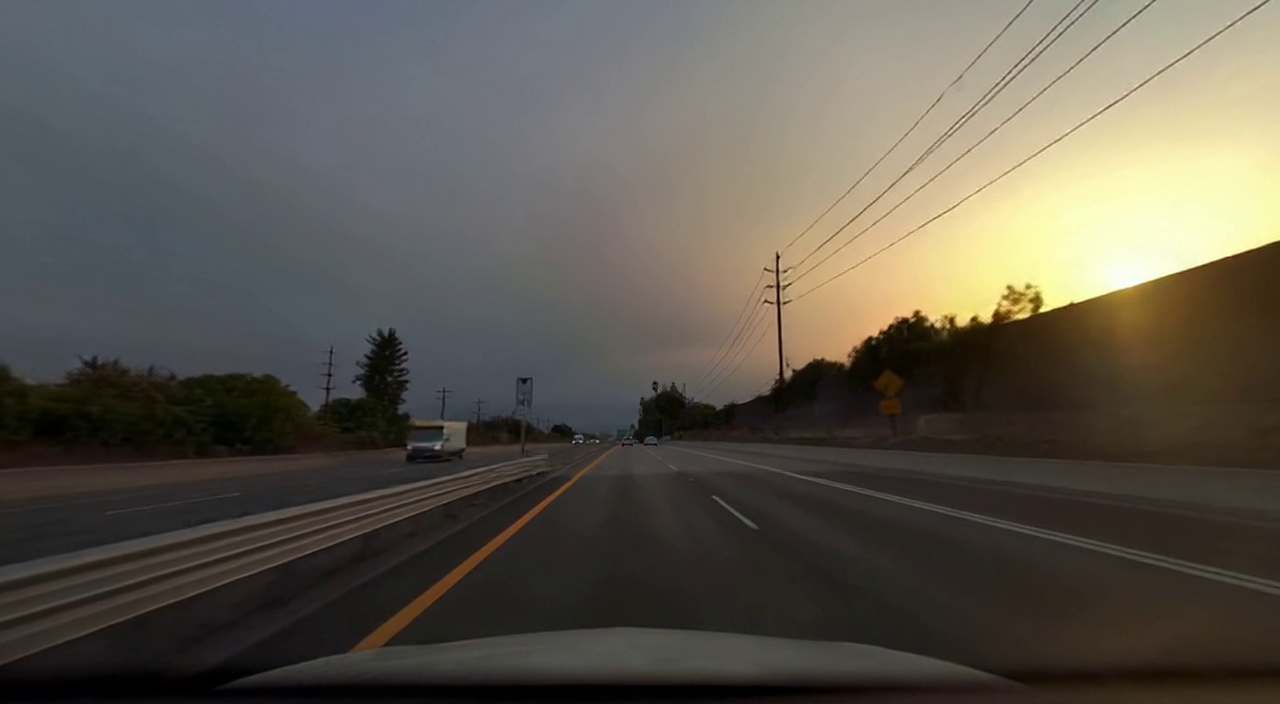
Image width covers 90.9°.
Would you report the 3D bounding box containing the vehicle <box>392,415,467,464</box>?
[{"bbox_3d":[-13.509,5.702,41.057,2.579,2.887,6.759,0,-8,0],"label":"vehicle"}]
